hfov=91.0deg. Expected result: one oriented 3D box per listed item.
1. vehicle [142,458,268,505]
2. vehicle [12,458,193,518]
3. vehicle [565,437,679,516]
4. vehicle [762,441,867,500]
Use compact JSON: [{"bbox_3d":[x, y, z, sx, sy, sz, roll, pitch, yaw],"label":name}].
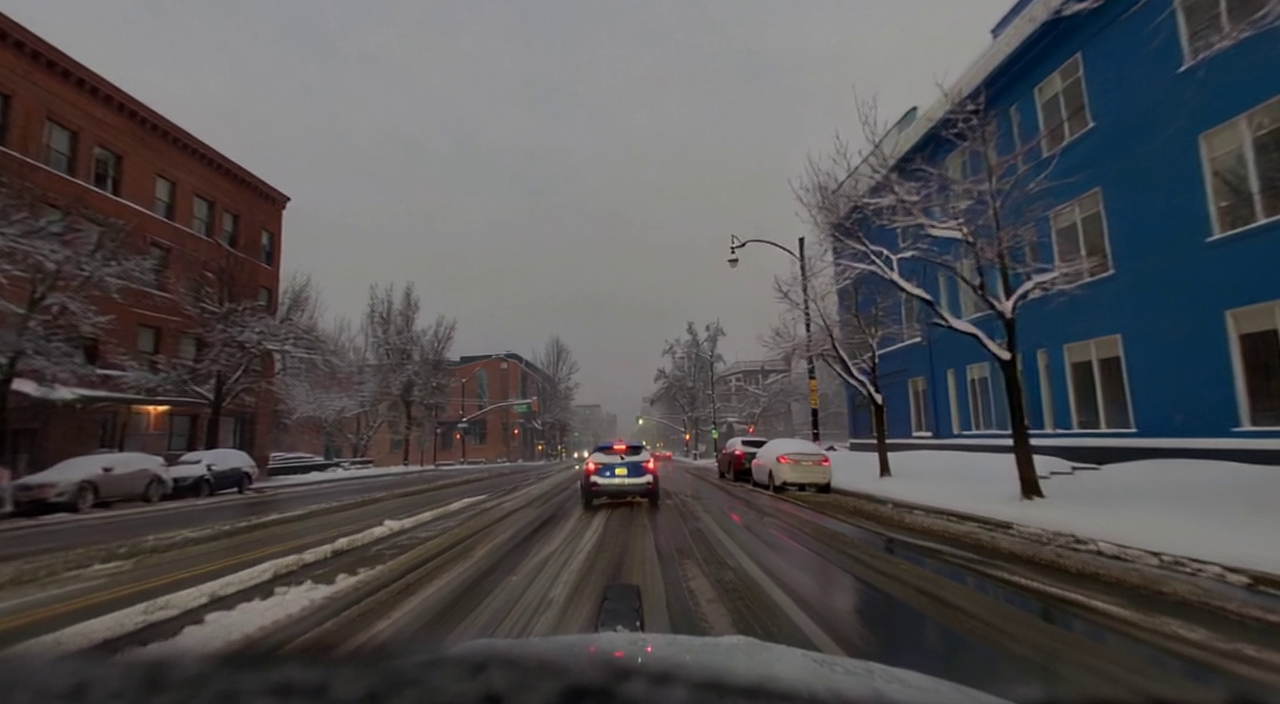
[{"bbox_3d":[-17.876,5.302,26.211,2.011,1.727,4.449,1,-9,0],"label":"vehicle"},{"bbox_3d":[-17.622,4.441,21.040,1.909,1.658,4.559,0,-9,2],"label":"vehicle"},{"bbox_3d":[-0.355,2.772,14.474,2.230,1.518,4.113,0,-9,0],"label":"vehicle"},{"bbox_3d":[4.945,3.401,18.486,1.832,1.491,4.054,1,-9,-1],"label":"vehicle"}]
